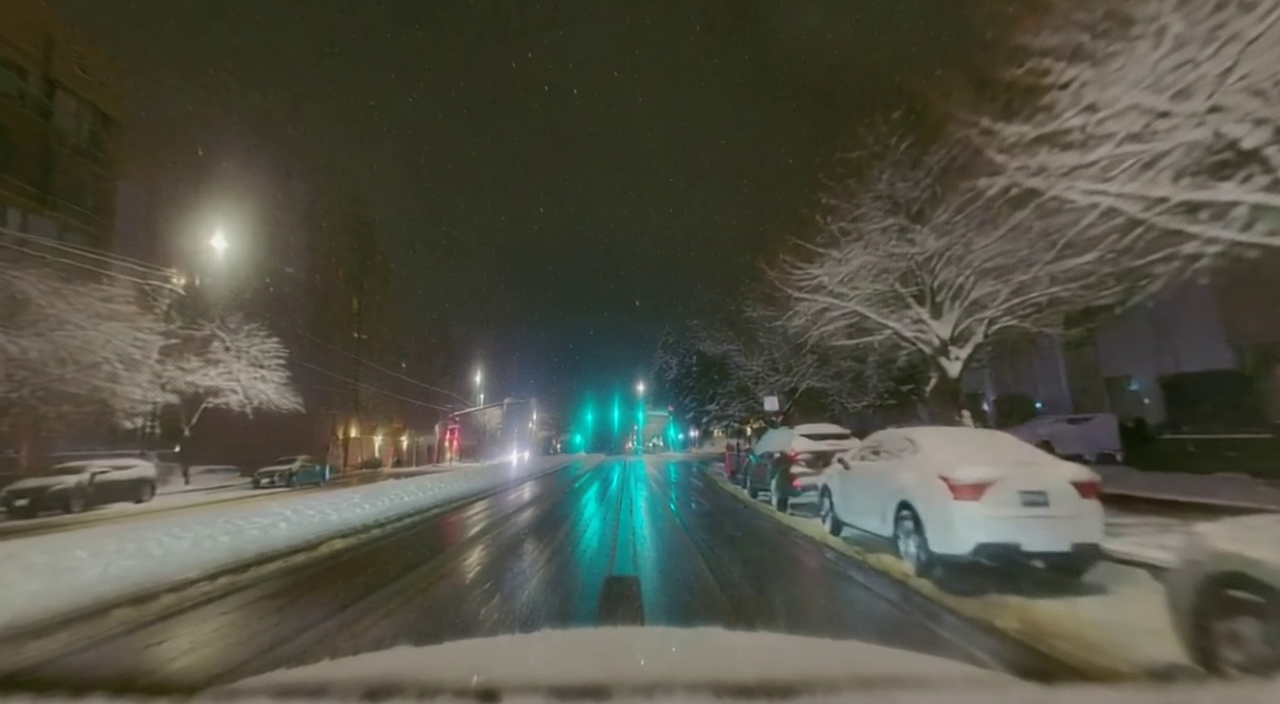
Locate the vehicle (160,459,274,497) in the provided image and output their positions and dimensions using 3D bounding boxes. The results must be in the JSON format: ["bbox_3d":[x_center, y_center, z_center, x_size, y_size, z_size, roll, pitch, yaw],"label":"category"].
[{"bbox_3d":[-18.302,5.441,27.633,1.900,1.427,4.398,0,-8,0],"label":"vehicle"}]

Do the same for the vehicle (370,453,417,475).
[{"bbox_3d":[-18.446,8.354,47.465,1.800,1.492,4.663,0,-8,-2],"label":"vehicle"}]

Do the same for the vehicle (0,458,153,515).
[{"bbox_3d":[-18.113,4.281,20.506,1.760,1.566,3.664,0,-8,-3],"label":"vehicle"}]

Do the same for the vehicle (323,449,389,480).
[{"bbox_3d":[-18.305,7.219,40.982,2.221,1.821,4.855,0,-8,-3],"label":"vehicle"}]

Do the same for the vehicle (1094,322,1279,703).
[{"bbox_3d":[3.530,0.539,1.149,1.874,1.707,4.637,0,-8,-1],"label":"vehicle"}]

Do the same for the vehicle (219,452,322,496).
[{"bbox_3d":[-14.538,4.786,25.113,1.812,1.544,3.832,0,-8,-1],"label":"vehicle"}]

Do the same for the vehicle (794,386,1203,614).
[{"bbox_3d":[3.342,1.472,7.217,1.968,1.756,4.490,0,-8,-1],"label":"vehicle"}]
